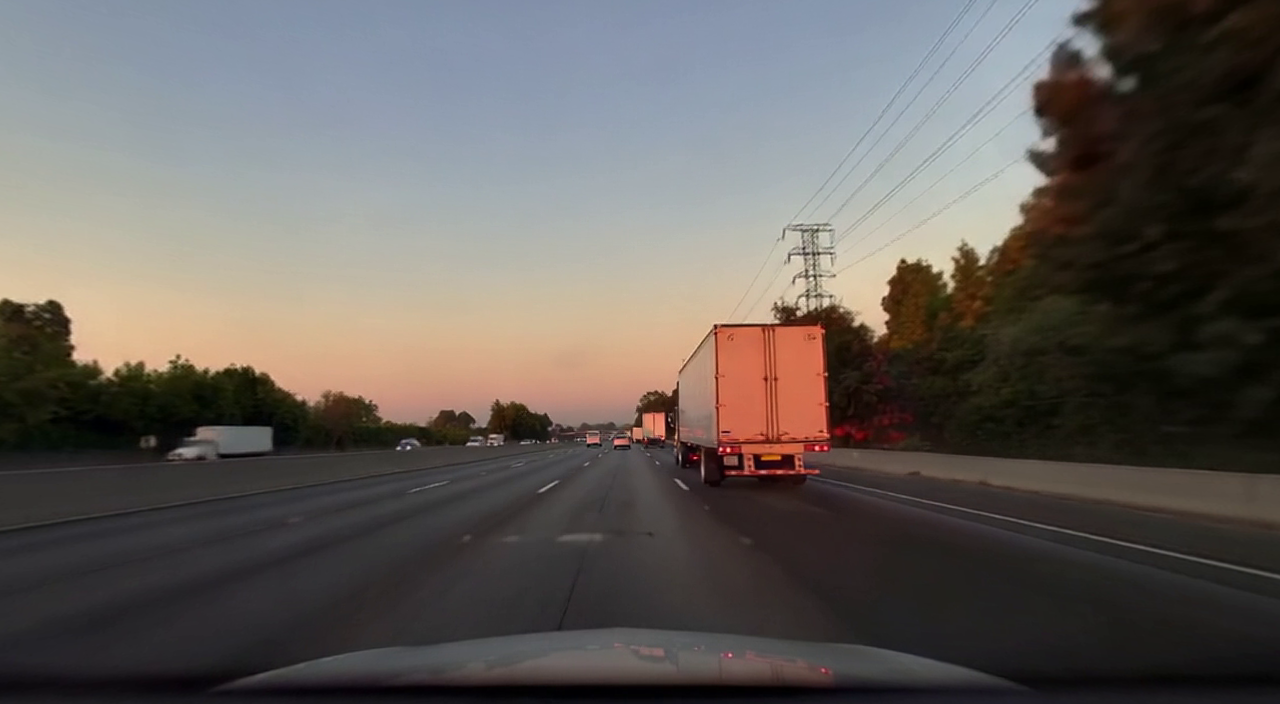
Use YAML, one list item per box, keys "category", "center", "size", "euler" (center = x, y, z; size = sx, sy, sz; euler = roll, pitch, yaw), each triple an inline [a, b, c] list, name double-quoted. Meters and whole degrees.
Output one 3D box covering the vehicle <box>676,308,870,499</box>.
- category: "vehicle"
  center: [3.218, 2.029, 20.556]
  size: [2.905, 4.080, 14.157]
  euler: [0, -8, -2]
